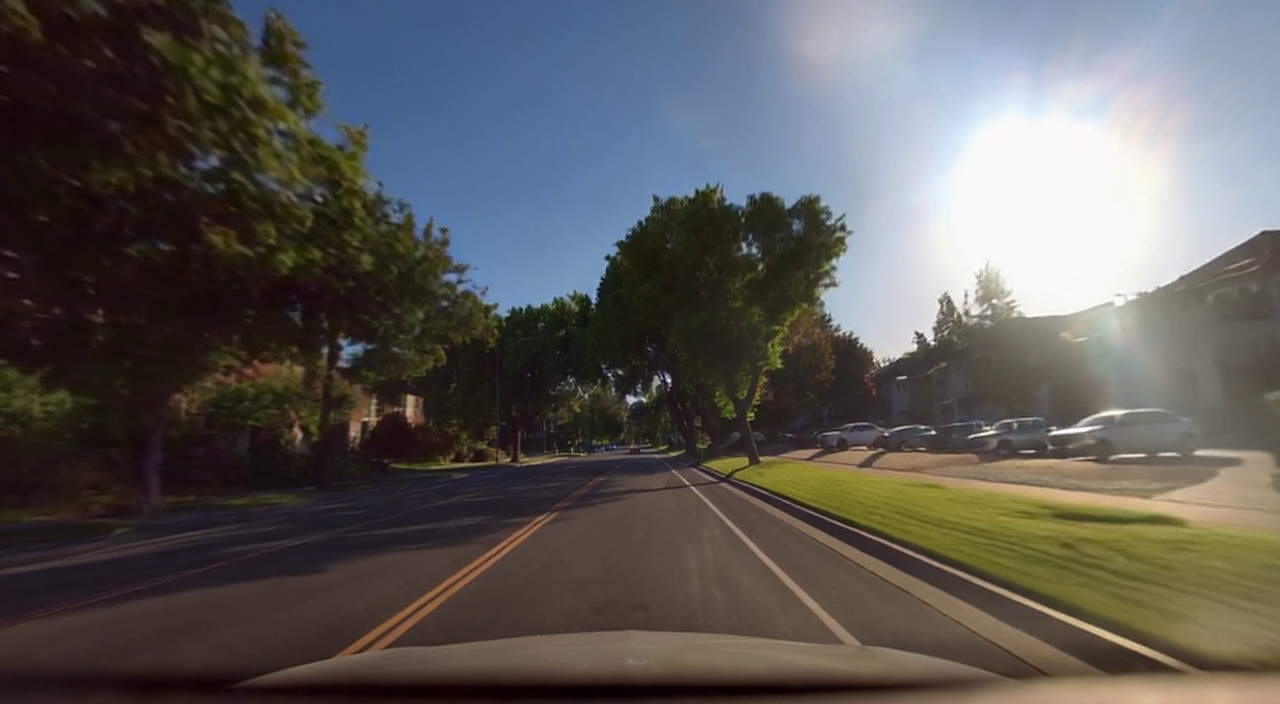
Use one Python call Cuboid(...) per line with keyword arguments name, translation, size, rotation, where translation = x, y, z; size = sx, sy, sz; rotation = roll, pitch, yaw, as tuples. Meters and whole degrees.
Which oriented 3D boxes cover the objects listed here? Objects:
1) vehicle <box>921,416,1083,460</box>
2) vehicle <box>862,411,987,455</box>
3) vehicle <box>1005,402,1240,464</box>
Cuboid(name="vehicle", translation=(12.678, 3.048, 22.300), size=(4.428, 1.467, 2.099), rotation=(0, -9, -1))
Cuboid(name="vehicle", translation=(12.411, 3.596, 27.694), size=(4.540, 1.824, 1.965), rotation=(1, -9, -6))
Cuboid(name="vehicle", translation=(12.545, 2.159, 16.602), size=(4.529, 1.490, 2.168), rotation=(1, -9, -5))
